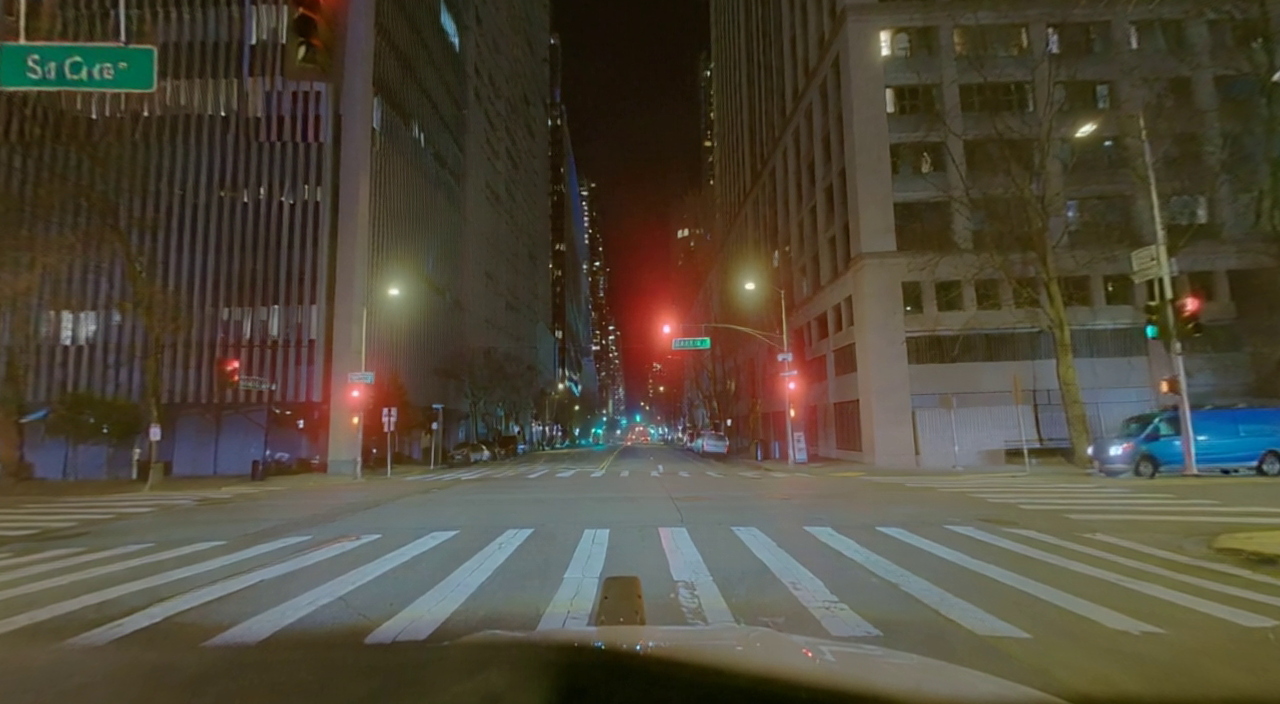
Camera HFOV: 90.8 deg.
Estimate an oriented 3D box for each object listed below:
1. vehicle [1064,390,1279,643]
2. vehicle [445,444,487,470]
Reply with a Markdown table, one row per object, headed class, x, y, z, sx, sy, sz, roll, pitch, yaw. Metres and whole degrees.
| class | x | y | z | sx | sy | sz | roll | pitch | yaw |
| --- | --- | --- | --- | --- | --- | --- | --- | --- | --- |
| vehicle | 5.648 | 1.138 | 4.251 | 2.070 | 1.804 | 4.881 | 0 | -8 | -1 |
| vehicle | -12.448 | 7.509 | 45.380 | 1.935 | 1.639 | 4.244 | -3 | -8 | -2 |
